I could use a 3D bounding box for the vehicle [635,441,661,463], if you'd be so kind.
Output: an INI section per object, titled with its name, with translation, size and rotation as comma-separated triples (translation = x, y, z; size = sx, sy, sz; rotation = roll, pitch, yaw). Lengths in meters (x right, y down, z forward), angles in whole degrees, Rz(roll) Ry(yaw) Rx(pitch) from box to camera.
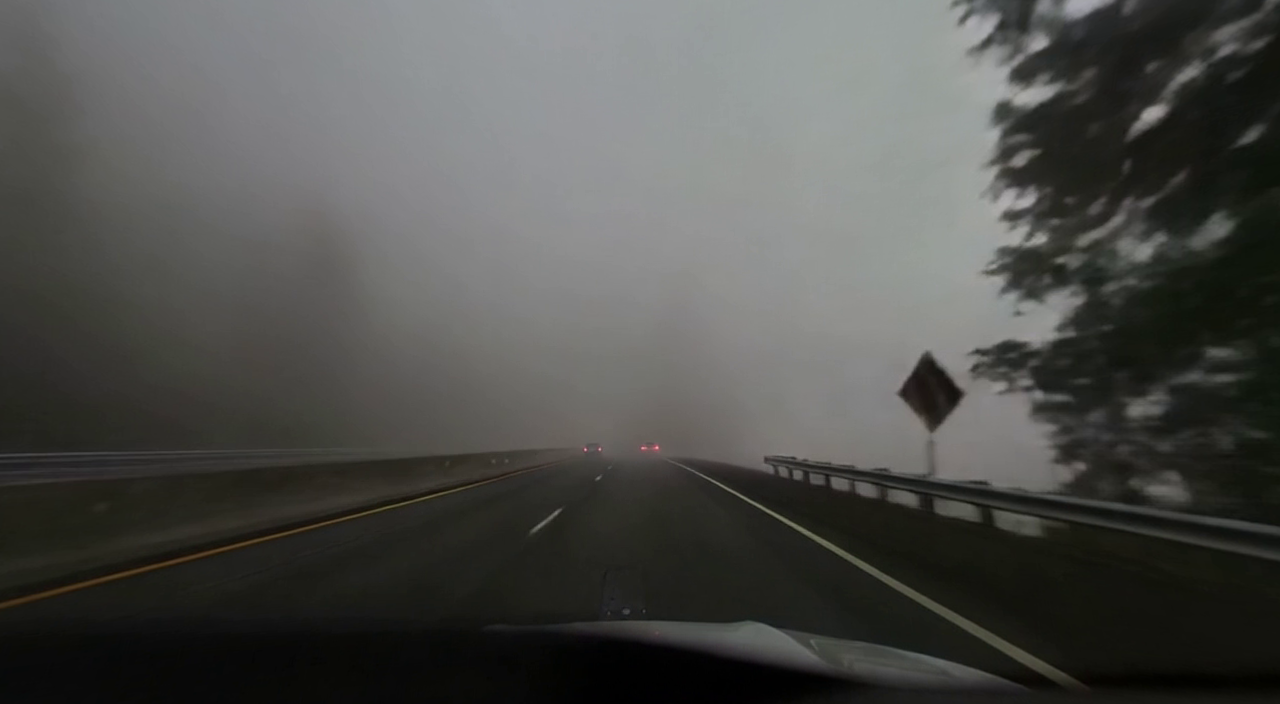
[vehicle]
translation = 0.584, 7.650, 48.287
size = 1.966, 1.542, 3.979
rotation = 0, -8, 0
